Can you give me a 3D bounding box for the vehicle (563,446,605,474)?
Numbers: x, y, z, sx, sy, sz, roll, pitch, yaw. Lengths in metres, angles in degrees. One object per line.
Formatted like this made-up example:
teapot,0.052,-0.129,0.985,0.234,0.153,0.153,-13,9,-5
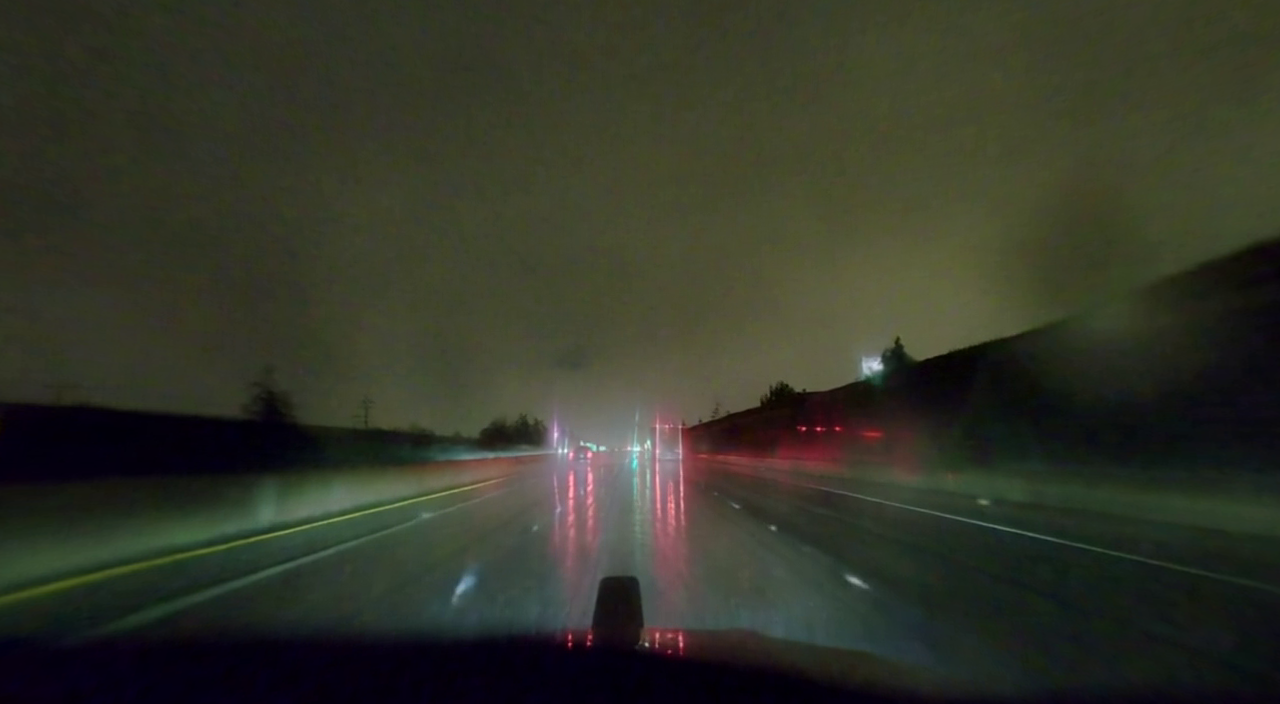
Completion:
vehicle,-3.241,6.297,36.968,2.100,1.525,4.179,0,-9,0
